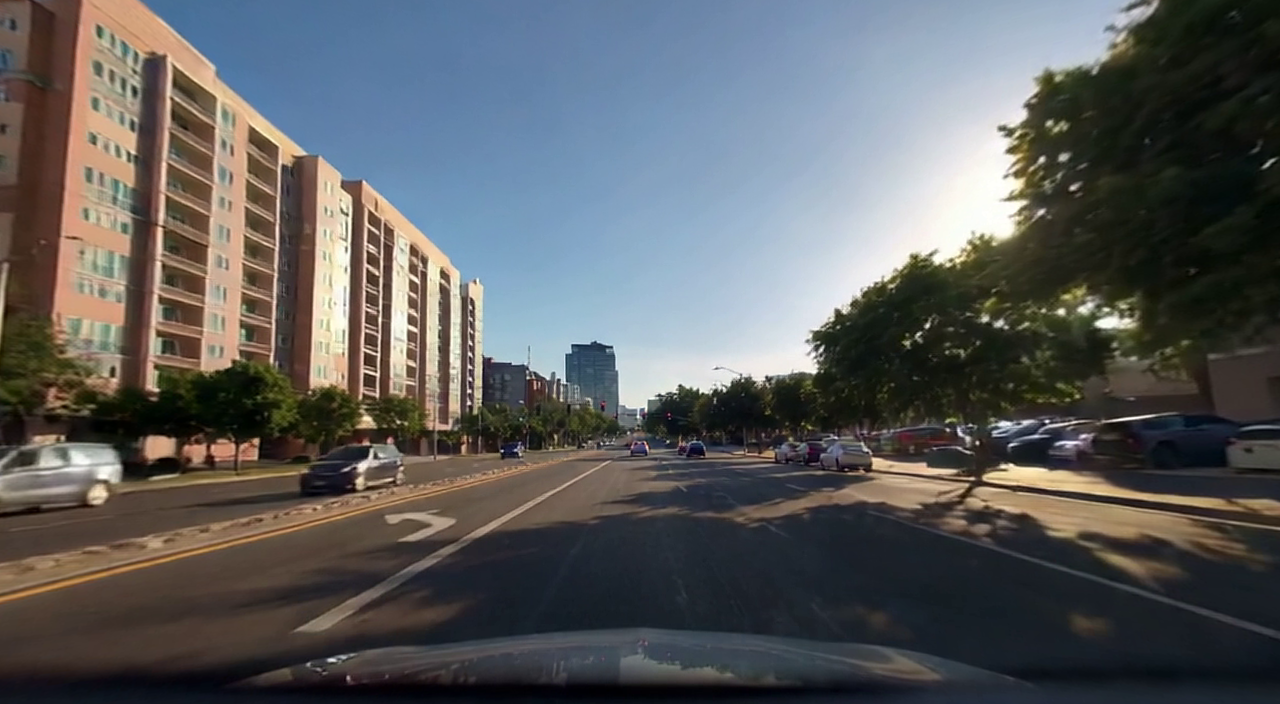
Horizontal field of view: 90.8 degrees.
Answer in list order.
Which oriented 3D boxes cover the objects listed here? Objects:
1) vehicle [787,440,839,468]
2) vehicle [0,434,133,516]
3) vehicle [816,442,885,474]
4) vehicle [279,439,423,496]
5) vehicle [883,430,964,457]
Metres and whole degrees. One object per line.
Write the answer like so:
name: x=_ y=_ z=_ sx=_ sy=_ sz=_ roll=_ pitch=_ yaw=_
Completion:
vehicle: x=10.614 y=6.292 z=39.045 sx=1.905 sy=1.597 sz=4.040 roll=0 pitch=-9 yaw=-2
vehicle: x=-15.328 y=2.927 z=15.211 sx=2.053 sy=1.806 sz=4.919 roll=0 pitch=-9 yaw=0
vehicle: x=10.378 y=5.274 z=31.542 sx=1.861 sy=1.446 sz=4.413 roll=0 pitch=-9 yaw=-1
vehicle: x=-8.482 y=3.437 z=19.114 sx=2.025 sy=1.479 sz=4.739 roll=0 pitch=-9 yaw=1
vehicle: x=21.136 y=6.864 z=47.318 sx=5.047 sy=1.904 sz=2.012 roll=0 pitch=-9 yaw=2
